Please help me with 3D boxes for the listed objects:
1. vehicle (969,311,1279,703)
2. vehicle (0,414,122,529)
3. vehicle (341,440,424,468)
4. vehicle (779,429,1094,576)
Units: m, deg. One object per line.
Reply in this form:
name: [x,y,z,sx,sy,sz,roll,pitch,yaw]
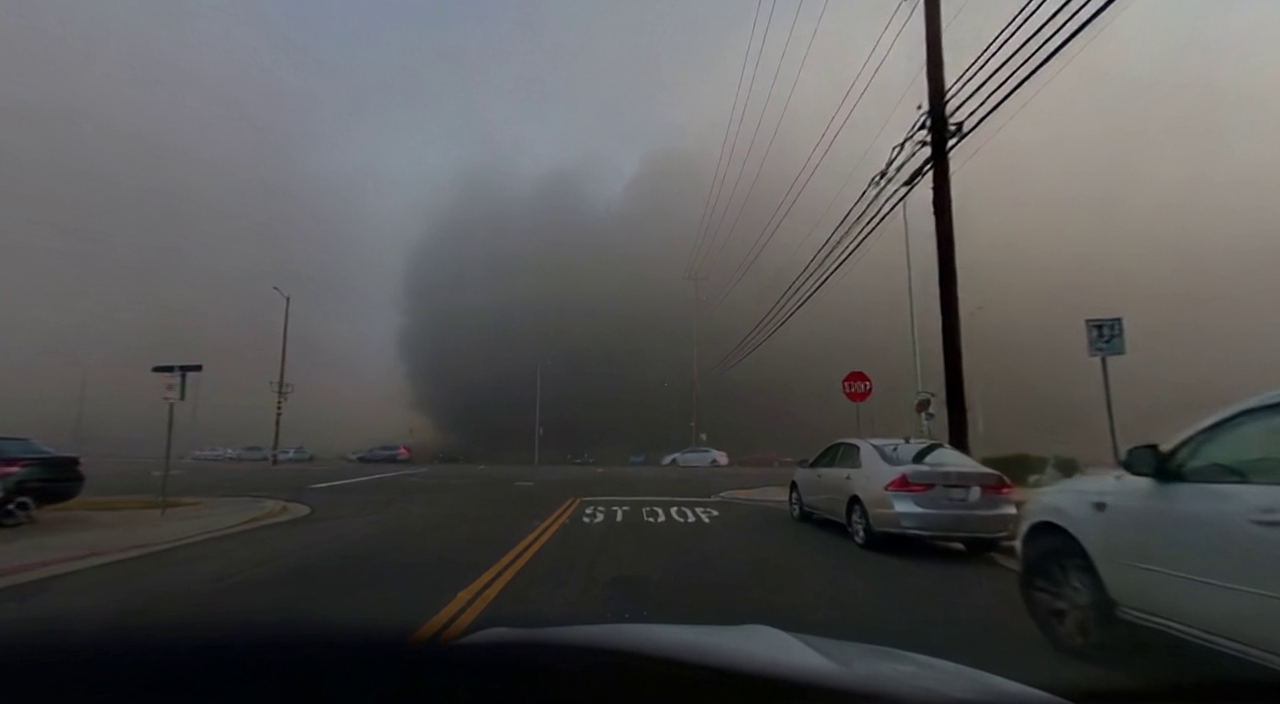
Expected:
vehicle: [3.688,0.788,2.400,2.178,1.856,4.756,3,-7,-3]
vehicle: [-12.284,1.990,10.745,4.787,1.752,2.212,0,-8,-3]
vehicle: [-17.184,6.835,42.292,4.689,1.803,1.958,0,-8,-2]
vehicle: [3.620,1.916,8.993,2.041,1.495,4.815,0,-8,-2]
